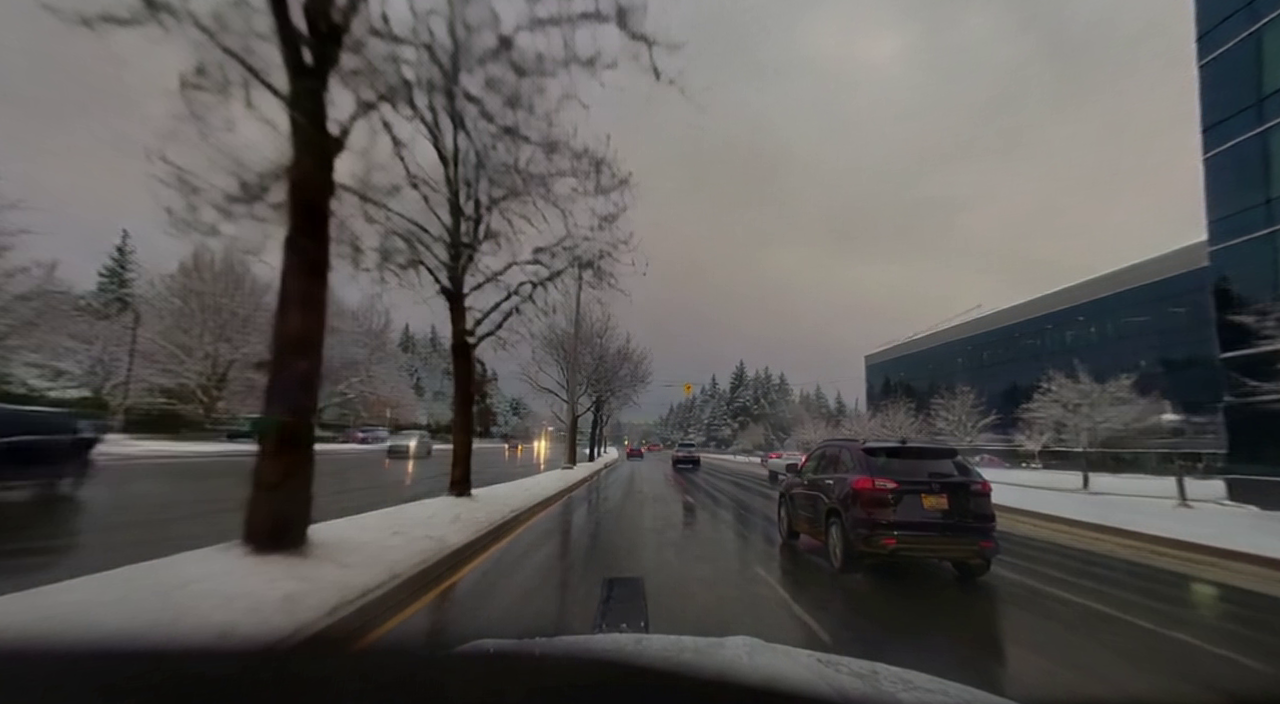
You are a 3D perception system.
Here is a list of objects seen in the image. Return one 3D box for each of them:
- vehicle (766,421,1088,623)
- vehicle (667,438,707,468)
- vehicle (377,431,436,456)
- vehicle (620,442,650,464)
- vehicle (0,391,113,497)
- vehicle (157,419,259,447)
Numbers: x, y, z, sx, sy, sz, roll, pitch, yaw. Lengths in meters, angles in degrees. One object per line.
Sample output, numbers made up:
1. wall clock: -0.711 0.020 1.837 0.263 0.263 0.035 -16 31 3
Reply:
1. vehicle: 2.823 1.725 7.342 1.901 1.634 3.896 2 -8 0
2. vehicle: 3.032 6.643 41.805 2.154 1.844 4.634 0 -8 -2
3. vehicle: -15.011 5.923 40.778 1.987 1.475 4.708 0 -8 0
4. vehicle: -0.343 6.974 43.658 1.991 1.477 3.814 0 -8 -1
5. vehicle: -11.374 1.471 10.061 2.122 1.685 4.358 0 -8 0
6. vehicle: -27.109 5.108 39.679 4.787 1.664 2.211 0 -8 -1
